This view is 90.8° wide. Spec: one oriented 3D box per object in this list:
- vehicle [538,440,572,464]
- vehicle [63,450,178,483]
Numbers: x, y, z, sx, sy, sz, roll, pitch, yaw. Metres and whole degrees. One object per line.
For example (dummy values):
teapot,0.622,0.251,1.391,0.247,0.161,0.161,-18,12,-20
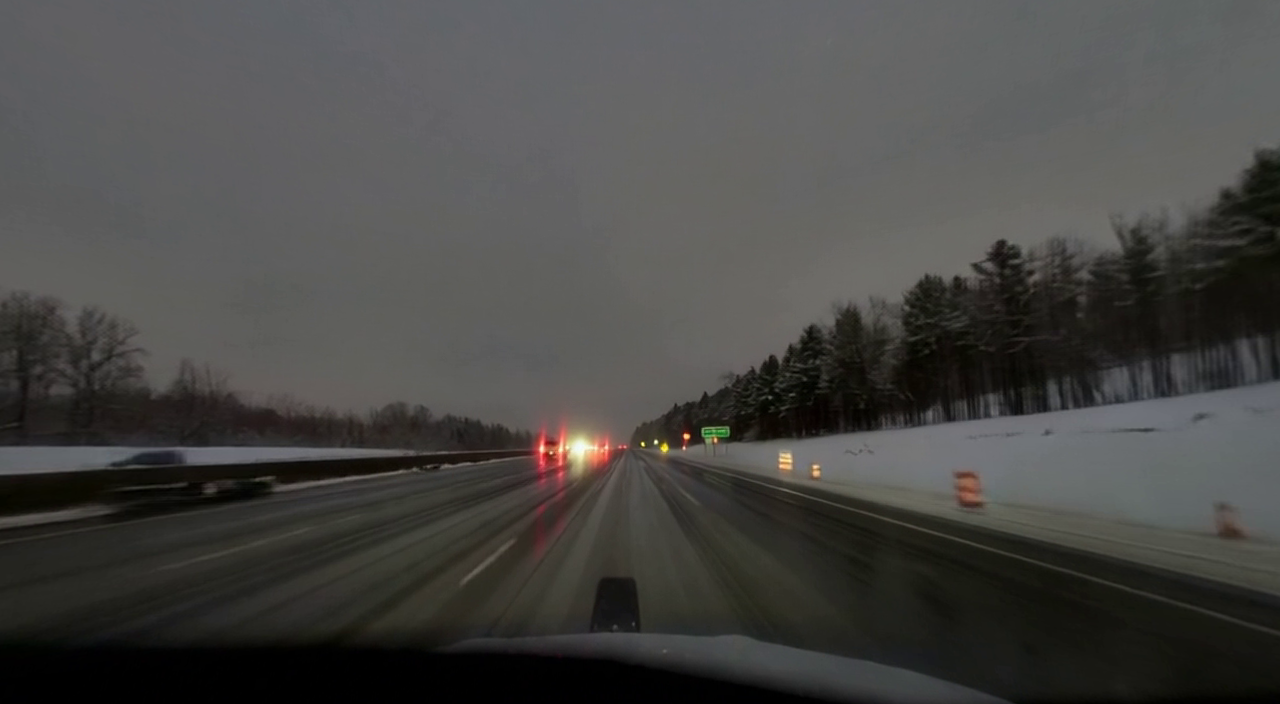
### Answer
vehicle,-6.554,7.740,49.069,2.036,1.758,4.529,0,-9,0
vehicle,-24.018,5.272,29.453,1.692,1.416,4.335,0,-9,0
